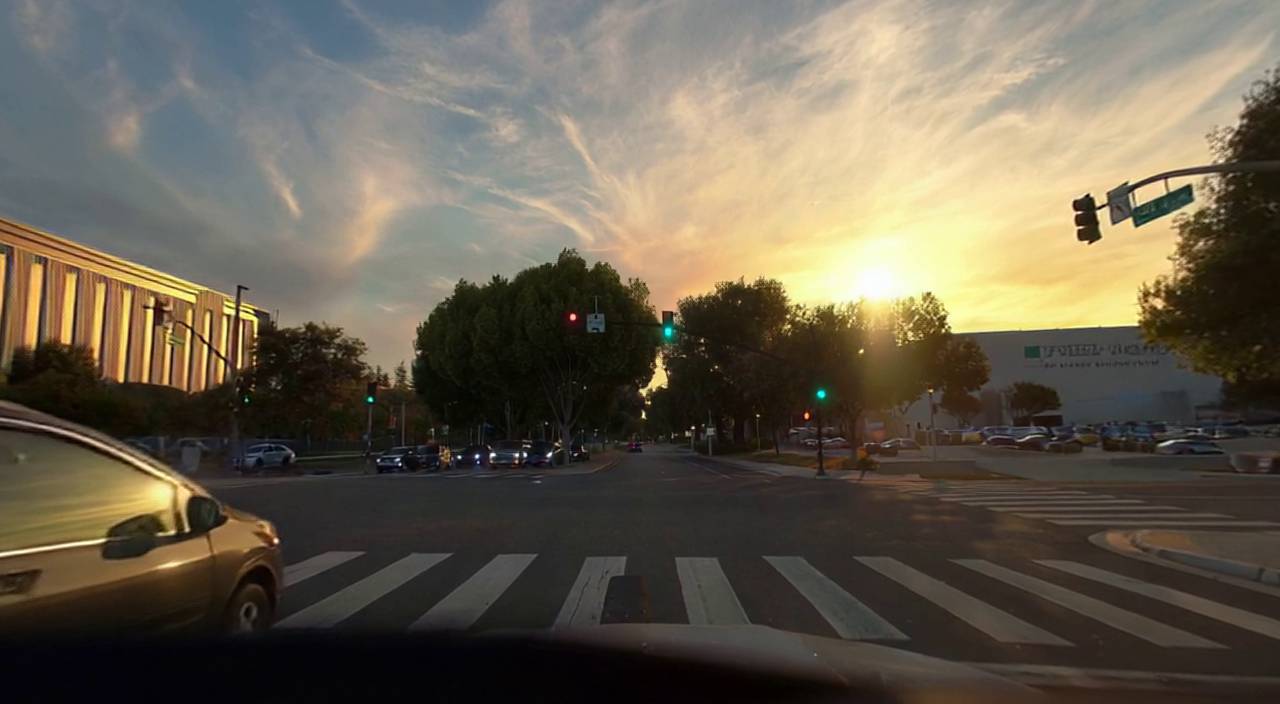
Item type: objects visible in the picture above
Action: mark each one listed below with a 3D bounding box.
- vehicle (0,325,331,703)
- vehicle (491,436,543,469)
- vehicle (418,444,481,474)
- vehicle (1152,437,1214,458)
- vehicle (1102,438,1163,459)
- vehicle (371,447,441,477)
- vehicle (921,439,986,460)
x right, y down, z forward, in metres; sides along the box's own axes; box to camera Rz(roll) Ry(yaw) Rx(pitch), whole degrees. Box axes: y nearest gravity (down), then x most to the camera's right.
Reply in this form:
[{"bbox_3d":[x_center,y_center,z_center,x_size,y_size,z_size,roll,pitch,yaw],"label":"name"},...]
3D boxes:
[{"bbox_3d":[-3.507,0.856,2.848,2.000,1.789,4.638,1,-8,-2],"label":"vehicle"},{"bbox_3d":[-7.177,5.911,37.399,2.081,1.818,4.782,0,-8,1],"label":"vehicle"},{"bbox_3d":[-10.633,5.971,35.601,2.041,1.548,4.868,0,-8,0],"label":"vehicle"},{"bbox_3d":[41.073,7.233,47.768,1.767,1.456,4.191,-4,-10,15],"label":"vehicle"},{"bbox_3d":[38.485,7.565,49.391,1.837,1.514,4.786,-2,-9,12],"label":"vehicle"},{"bbox_3d":[-12.997,6.120,35.363,2.011,1.480,4.747,0,-8,2],"label":"vehicle"},{"bbox_3d":[21.499,6.677,43.258,3.576,1.425,1.702,2,-8,-11],"label":"vehicle"}]
